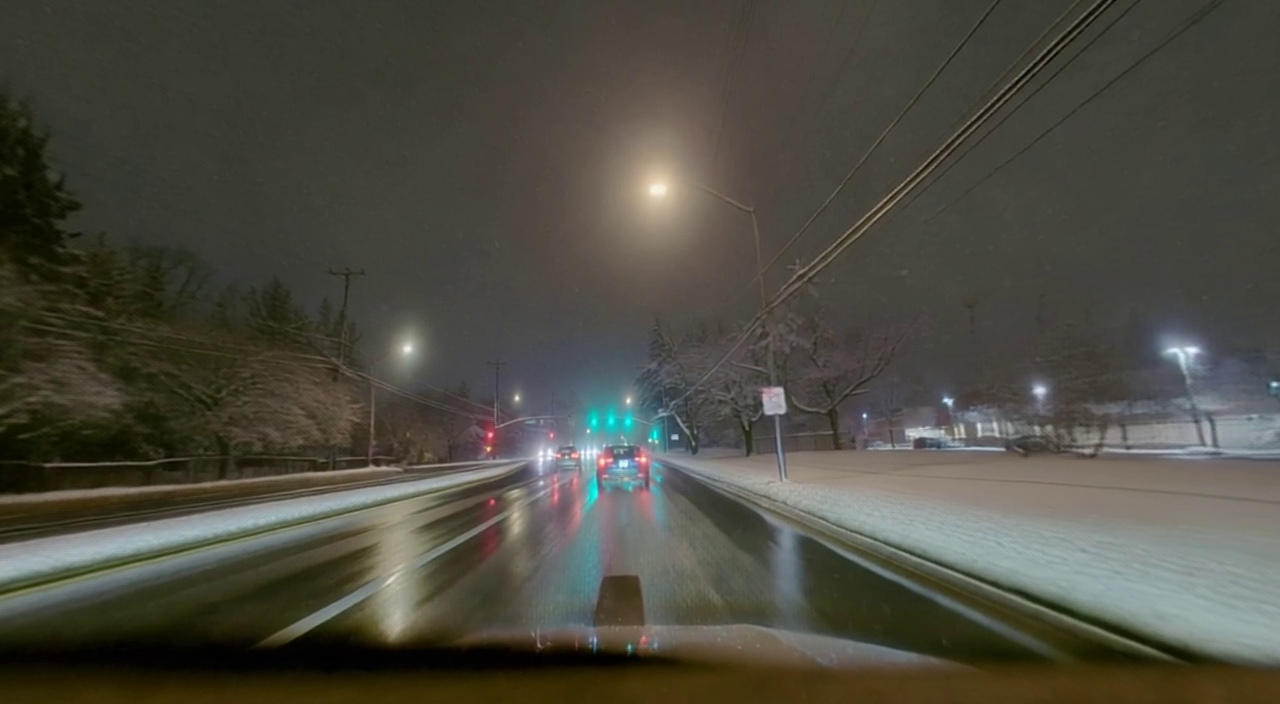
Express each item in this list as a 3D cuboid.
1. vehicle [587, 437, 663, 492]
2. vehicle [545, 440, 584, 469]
[{"bbox_3d":[-0.514,3.706,21.063,2.235,1.597,4.918,0,-9,-2],"label":"vehicle"},{"bbox_3d":[-4.948,6.773,41.816,2.189,1.776,4.342,0,-9,-1],"label":"vehicle"}]
